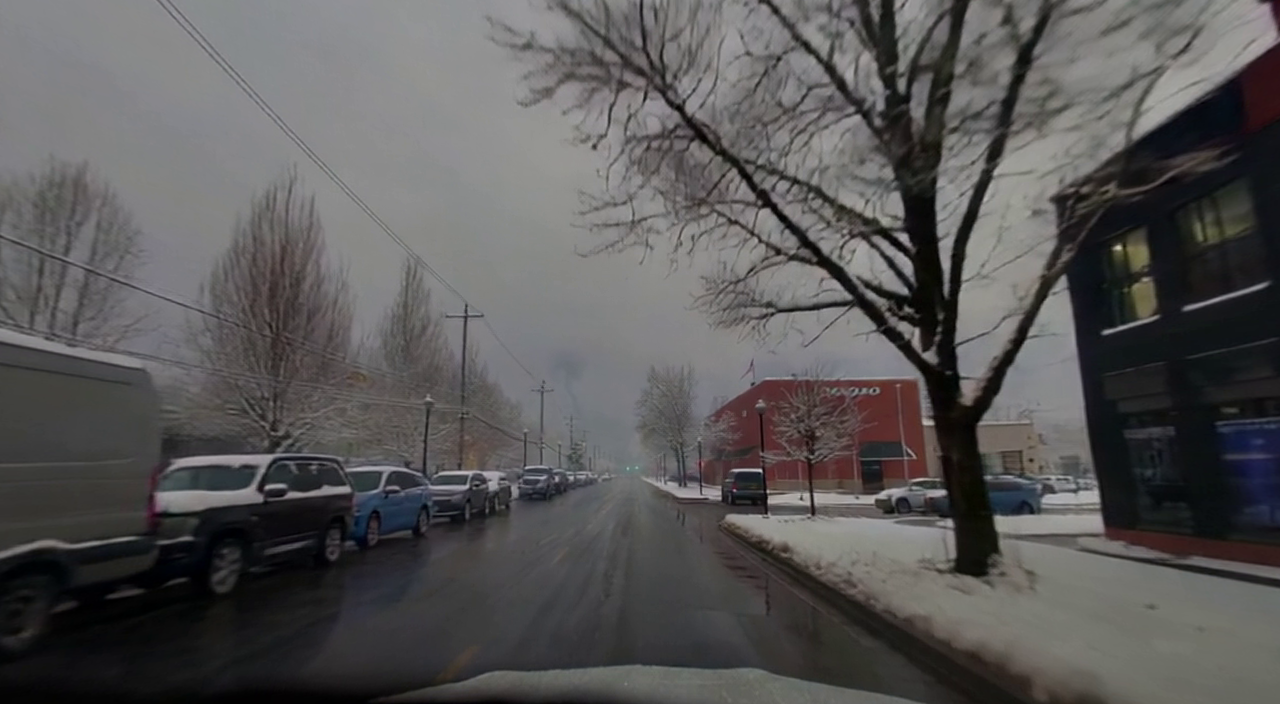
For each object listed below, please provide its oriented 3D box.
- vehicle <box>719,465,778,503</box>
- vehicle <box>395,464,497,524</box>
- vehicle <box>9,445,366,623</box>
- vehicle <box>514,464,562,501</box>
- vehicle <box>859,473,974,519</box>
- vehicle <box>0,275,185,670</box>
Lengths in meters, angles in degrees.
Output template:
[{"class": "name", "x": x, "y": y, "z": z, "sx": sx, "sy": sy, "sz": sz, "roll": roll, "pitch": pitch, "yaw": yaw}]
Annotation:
[{"class": "vehicle", "x": 5.545, "y": 6.849, "z": 32.814, "sx": 2.054, "sy": 1.779, "sz": 4.650, "roll": 1, "pitch": -11, "yaw": -3}, {"class": "vehicle", "x": -5.963, "y": 4.419, "z": 19.962, "sx": 1.957, "sy": 1.634, "sz": 4.164, "roll": 1, "pitch": -11, "yaw": -1}, {"class": "vehicle", "x": -5.617, "y": 2.197, "z": 8.684, "sx": 1.848, "sy": 1.683, "sz": 4.208, "roll": -4, "pitch": -8, "yaw": -1}, {"class": "vehicle", "x": -6.124, "y": 7.908, "z": 38.420, "sx": 2.196, "sy": 2.001, "sz": 5.548, "roll": 1, "pitch": -11, "yaw": -2}, {"class": "vehicle", "x": 10.135, "y": 5.322, "z": 23.562, "sx": 1.926, "sy": 1.469, "sz": 4.654, "roll": 2, "pitch": -11, "yaw": -4}, {"class": "vehicle", "x": -5.660, "y": 0.585, "z": 3.081, "sx": 2.526, "sy": 2.655, "sz": 5.480, "roll": 0, "pitch": -11, "yaw": 1}]
